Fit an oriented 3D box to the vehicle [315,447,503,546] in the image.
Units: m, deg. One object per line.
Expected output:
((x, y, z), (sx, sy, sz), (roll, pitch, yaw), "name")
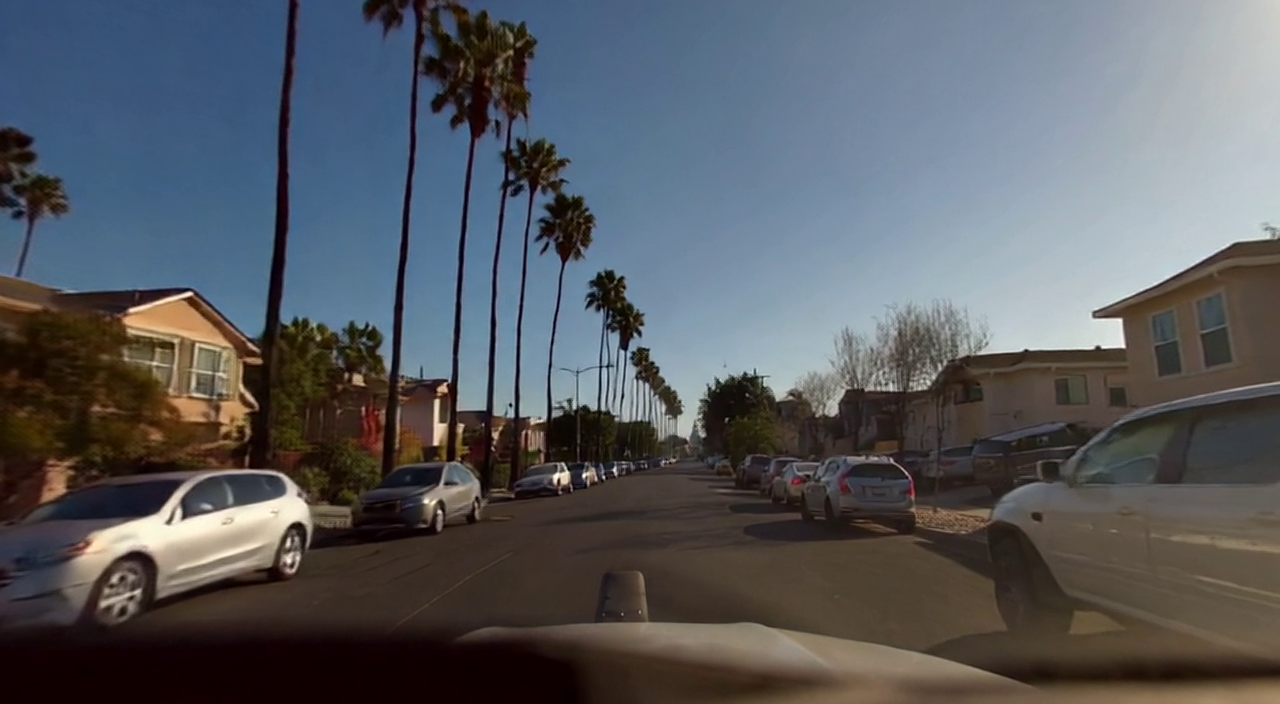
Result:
((-4.930, 3.202, 14.534), (2.020, 1.819, 5.168), (-2, -11, 4), "vehicle")

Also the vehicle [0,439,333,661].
((-5.296, 1.907, 6.904), (1.816, 1.697, 3.777), (-1, -11, 3), "vehicle")

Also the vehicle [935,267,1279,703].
((4.106, 0.852, 3.041), (2.649, 2.232, 6.576), (0, -10, 5), "vehicle")

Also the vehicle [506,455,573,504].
((-4.134, 5.353, 26.695), (1.947, 1.803, 4.381), (-2, -11, 2), "vehicle")

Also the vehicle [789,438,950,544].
((4.754, 2.982, 13.959), (1.964, 1.889, 4.708), (-1, -10, 3), "vehicle")
